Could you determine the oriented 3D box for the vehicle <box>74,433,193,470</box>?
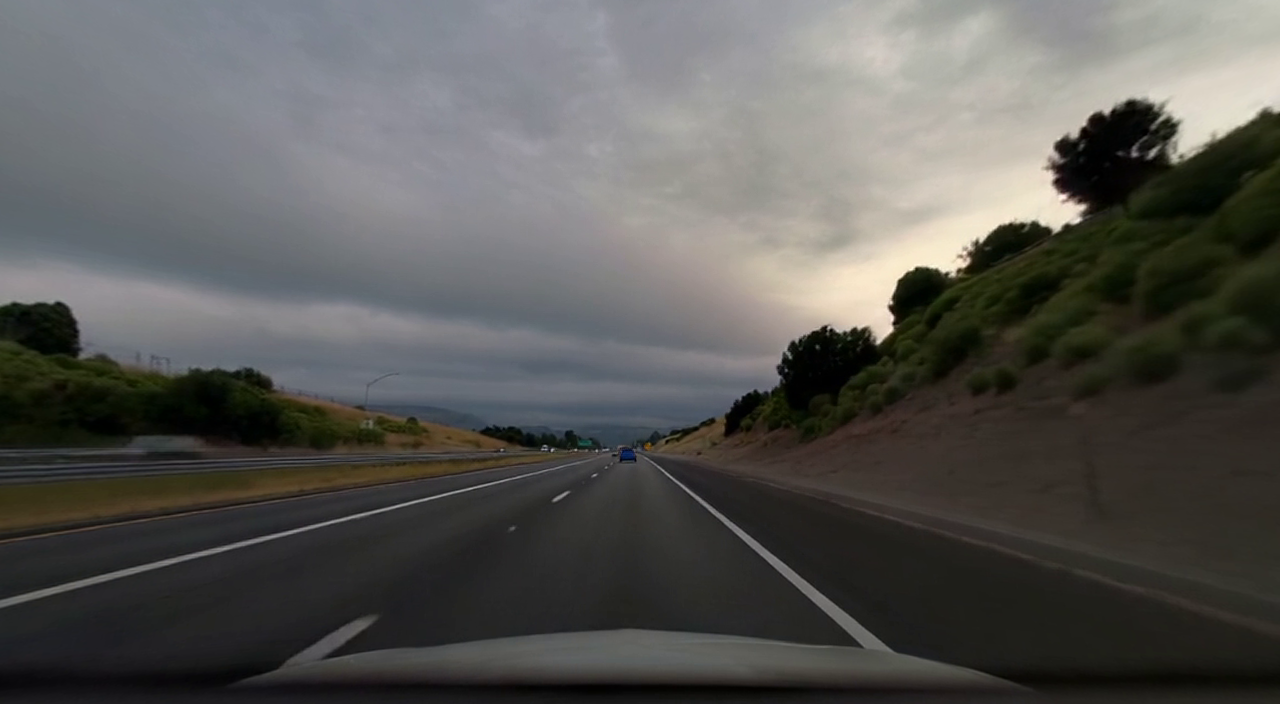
[{"bbox_3d":[-23.007,4.544,28.915,1.686,1.520,4.557,0,-9,0],"label":"vehicle"}]
